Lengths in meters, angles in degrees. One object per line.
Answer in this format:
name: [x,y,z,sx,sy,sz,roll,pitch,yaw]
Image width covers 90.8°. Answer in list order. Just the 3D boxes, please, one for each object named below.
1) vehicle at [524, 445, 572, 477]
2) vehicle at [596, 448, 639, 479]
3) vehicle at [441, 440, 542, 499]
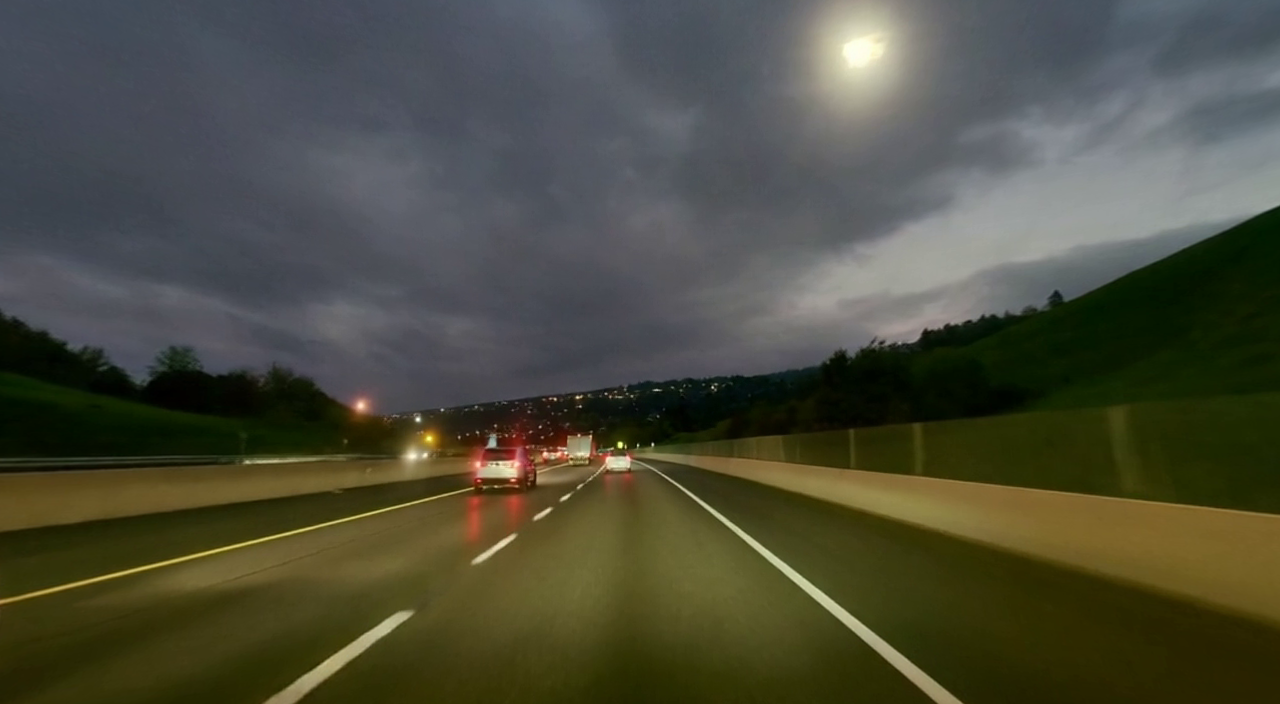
vehicle: [-4.971,5.953,34.753,2.118,1.624,4.032,0,-9,-1]
vehicle: [-1.146,5.587,31.956,1.988,1.440,4.201,0,-9,-2]
vehicle: [-4.493,3.633,19.833,2.208,1.619,4.162,0,-9,0]
